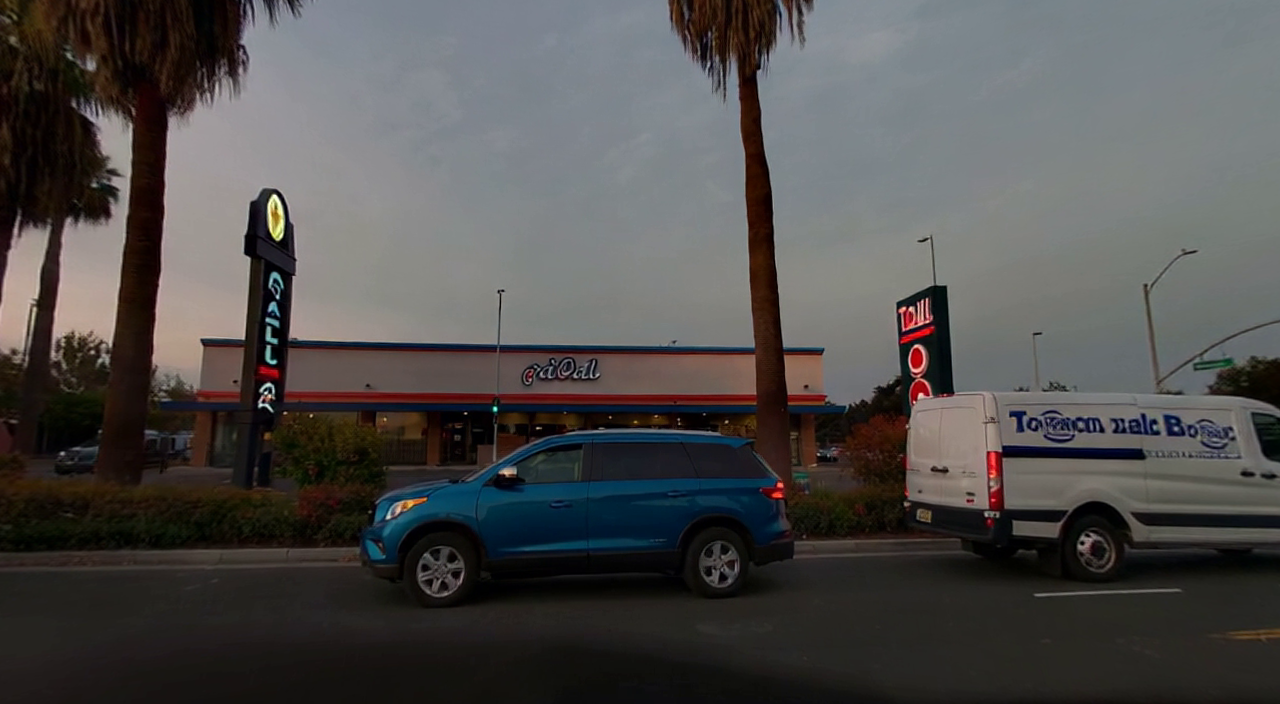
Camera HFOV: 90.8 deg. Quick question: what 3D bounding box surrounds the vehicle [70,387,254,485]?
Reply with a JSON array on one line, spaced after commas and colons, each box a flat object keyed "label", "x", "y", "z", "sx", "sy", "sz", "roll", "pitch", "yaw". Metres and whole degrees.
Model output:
[{"label": "vehicle", "x": -21.665, "y": 3.965, "z": 29.431, "sx": 3.034, "sy": 3.929, "sz": 7.699, "roll": 1, "pitch": -9, "yaw": -6}]

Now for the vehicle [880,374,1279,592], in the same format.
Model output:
[{"label": "vehicle", "x": 6.636, "y": 1.544, "z": 8.030, "sx": 6.246, "sy": 2.202, "sz": 2.277, "roll": 1, "pitch": -9, "yaw": -8}]

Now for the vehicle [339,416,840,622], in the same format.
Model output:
[{"label": "vehicle", "x": -0.483, "y": 1.629, "z": 6.837, "sx": 4.493, "sy": 1.728, "sz": 2.137, "roll": 1, "pitch": -9, "yaw": -9}]
